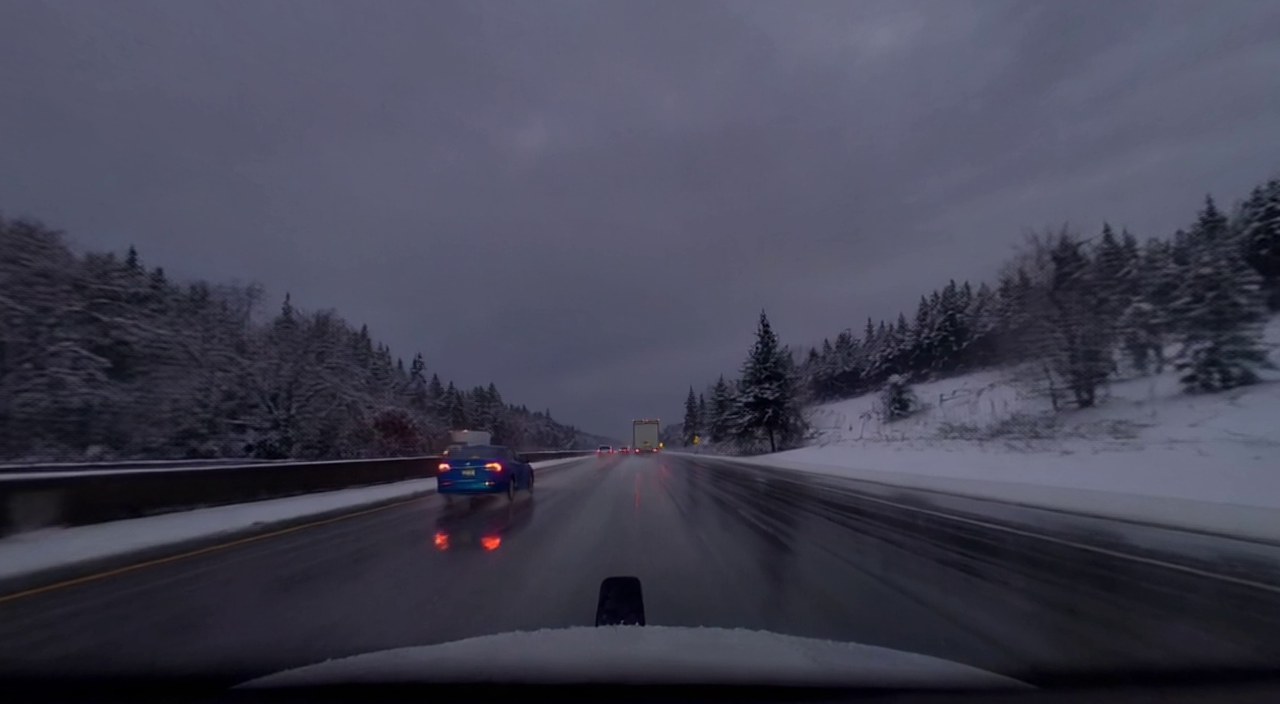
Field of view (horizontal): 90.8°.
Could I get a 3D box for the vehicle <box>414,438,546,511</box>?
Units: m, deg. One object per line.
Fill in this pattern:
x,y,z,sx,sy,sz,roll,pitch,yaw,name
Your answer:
-3.811,3.017,16.068,1.999,1.533,4.870,-1,-9,1,vehicle
